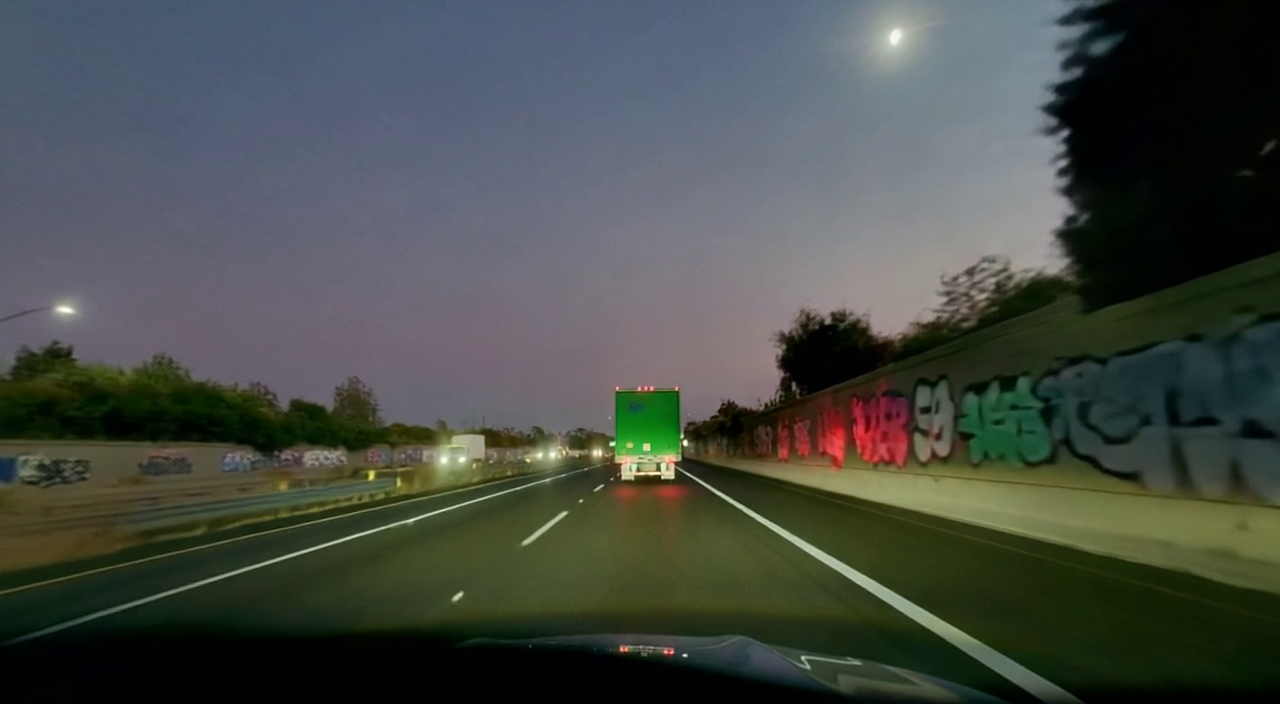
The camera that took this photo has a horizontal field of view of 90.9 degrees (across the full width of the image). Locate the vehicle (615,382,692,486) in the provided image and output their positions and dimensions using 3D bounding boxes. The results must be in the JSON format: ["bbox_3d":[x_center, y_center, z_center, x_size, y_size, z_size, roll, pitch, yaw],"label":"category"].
[{"bbox_3d":[0.414,3.897,29.033,2.900,3.955,10.151,0,-9,-1],"label":"vehicle"}]
